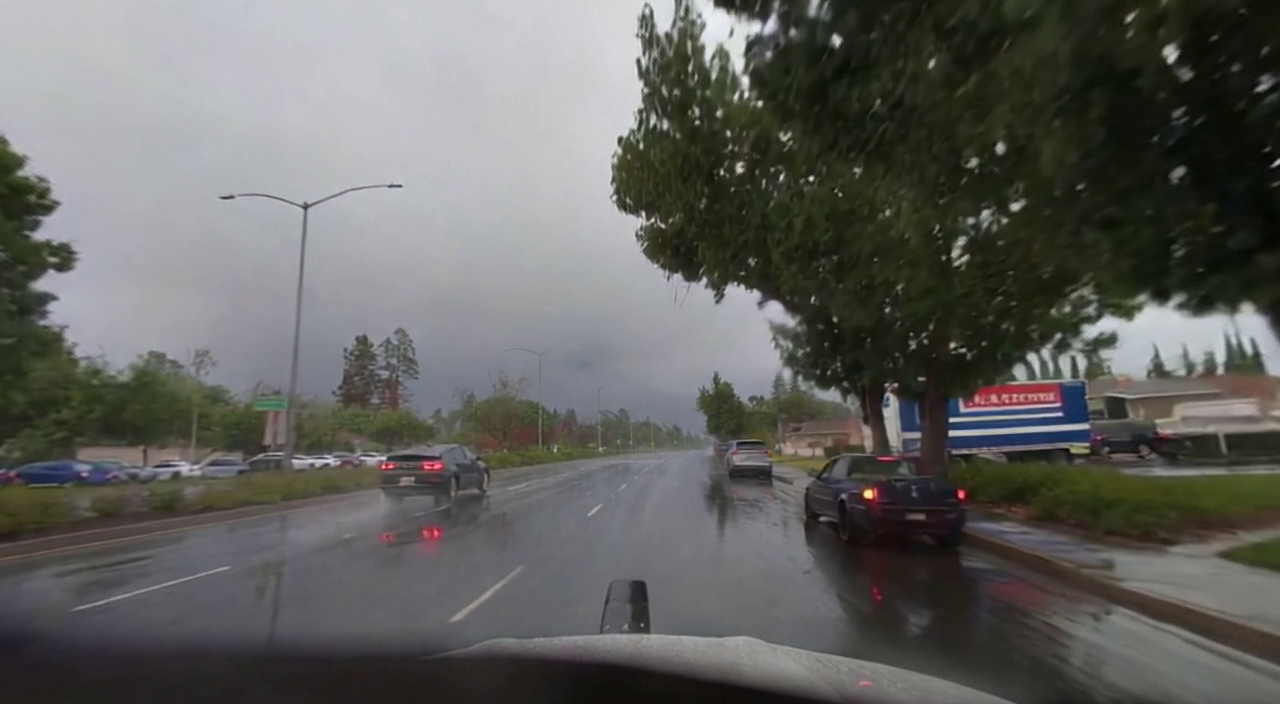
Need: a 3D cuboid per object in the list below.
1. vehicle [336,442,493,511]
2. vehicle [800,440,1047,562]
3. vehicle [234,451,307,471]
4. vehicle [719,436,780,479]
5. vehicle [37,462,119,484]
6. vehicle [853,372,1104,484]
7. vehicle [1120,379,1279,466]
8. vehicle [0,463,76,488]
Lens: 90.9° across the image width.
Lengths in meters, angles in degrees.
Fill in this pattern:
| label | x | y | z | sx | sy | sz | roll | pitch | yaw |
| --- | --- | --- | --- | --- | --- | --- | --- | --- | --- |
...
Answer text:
| label | x | y | z | sx | sy | sz | roll | pitch | yaw |
| --- | --- | --- | --- | --- | --- | --- | --- | --- | --- |
| vehicle | -5.471 | 3.054 | 16.091 | 2.060 | 1.473 | 4.645 | 0 | -8 | 3 |
| vehicle | 3.873 | 2.068 | 9.610 | 1.849 | 1.393 | 4.377 | 0 | -8 | 2 |
| vehicle | -29.101 | 8.597 | 49.720 | 4.481 | 1.441 | 1.960 | 2 | -9 | -8 |
| vehicle | 4.696 | 4.591 | 27.714 | 2.064 | 1.697 | 4.718 | 0 | -8 | 3 |
| vehicle | -42.892 | 9.234 | 48.214 | 4.227 | 1.397 | 1.828 | -1 | -10 | -12 |
| vehicle | 11.759 | 2.695 | 22.293 | 7.138 | 3.310 | 2.943 | -2 | -9 | -9 |
| vehicle | 23.631 | 2.775 | 24.829 | 7.126 | 3.124 | 2.933 | 0 | -9 | -6 |
| vehicle | -42.674 | 8.542 | 43.802 | 4.603 | 1.577 | 2.157 | 1 | -8 | -8 |
